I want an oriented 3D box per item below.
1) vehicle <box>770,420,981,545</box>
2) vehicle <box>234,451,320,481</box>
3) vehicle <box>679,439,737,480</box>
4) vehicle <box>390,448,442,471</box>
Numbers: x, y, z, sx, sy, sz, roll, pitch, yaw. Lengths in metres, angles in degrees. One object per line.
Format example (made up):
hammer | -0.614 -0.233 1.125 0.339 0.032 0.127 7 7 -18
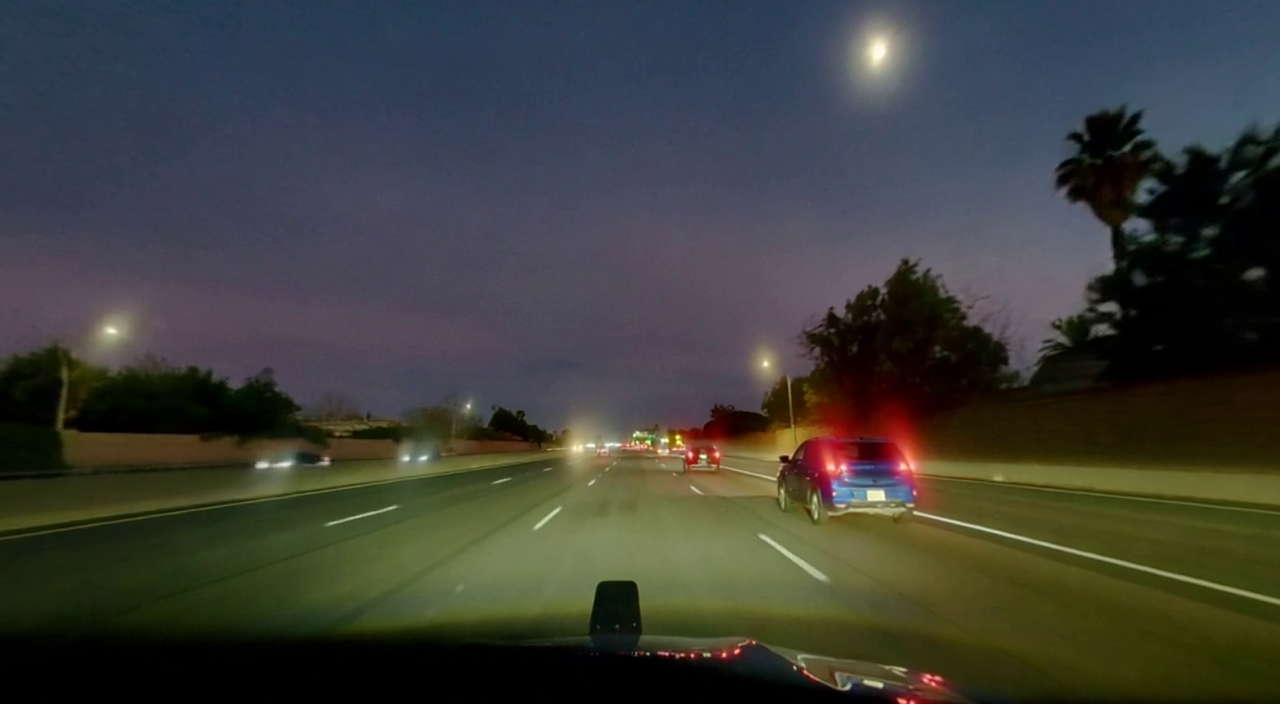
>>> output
vehicle | 3.663 2.109 10.828 1.910 1.696 4.187 0 -9 -1
vehicle | -19.529 6.127 34.308 1.852 1.496 4.638 0 -9 0
vehicle | 2.962 4.823 28.665 2.045 1.688 4.313 0 -9 -2
vehicle | -15.660 7.532 44.522 1.979 1.519 4.674 0 -9 0
